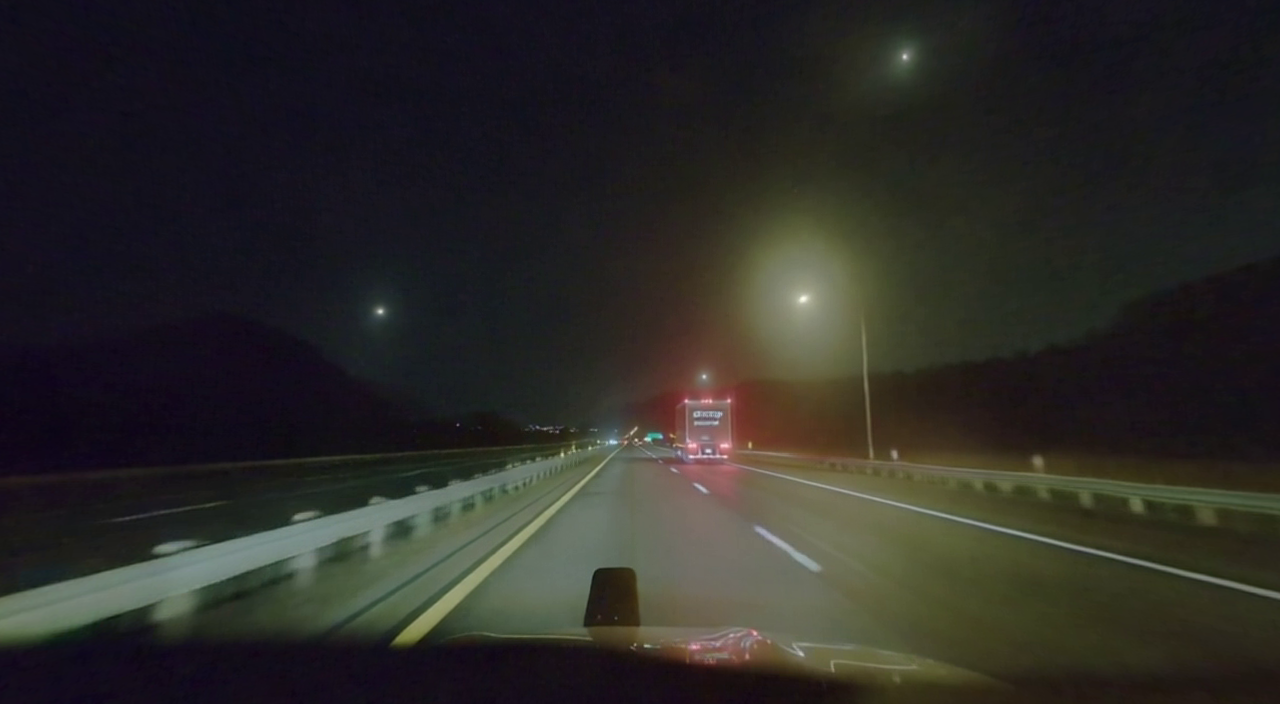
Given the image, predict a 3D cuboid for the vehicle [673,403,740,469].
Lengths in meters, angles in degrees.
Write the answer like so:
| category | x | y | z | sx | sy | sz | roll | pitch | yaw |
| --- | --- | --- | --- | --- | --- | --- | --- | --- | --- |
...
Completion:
| category | x | y | z | sx | sy | sz | roll | pitch | yaw |
| --- | --- | --- | --- | --- | --- | --- | --- | --- | --- |
| vehicle | 3.431 | 4.608 | 34.445 | 2.702 | 3.193 | 7.196 | -1 | -8 | -1 |
